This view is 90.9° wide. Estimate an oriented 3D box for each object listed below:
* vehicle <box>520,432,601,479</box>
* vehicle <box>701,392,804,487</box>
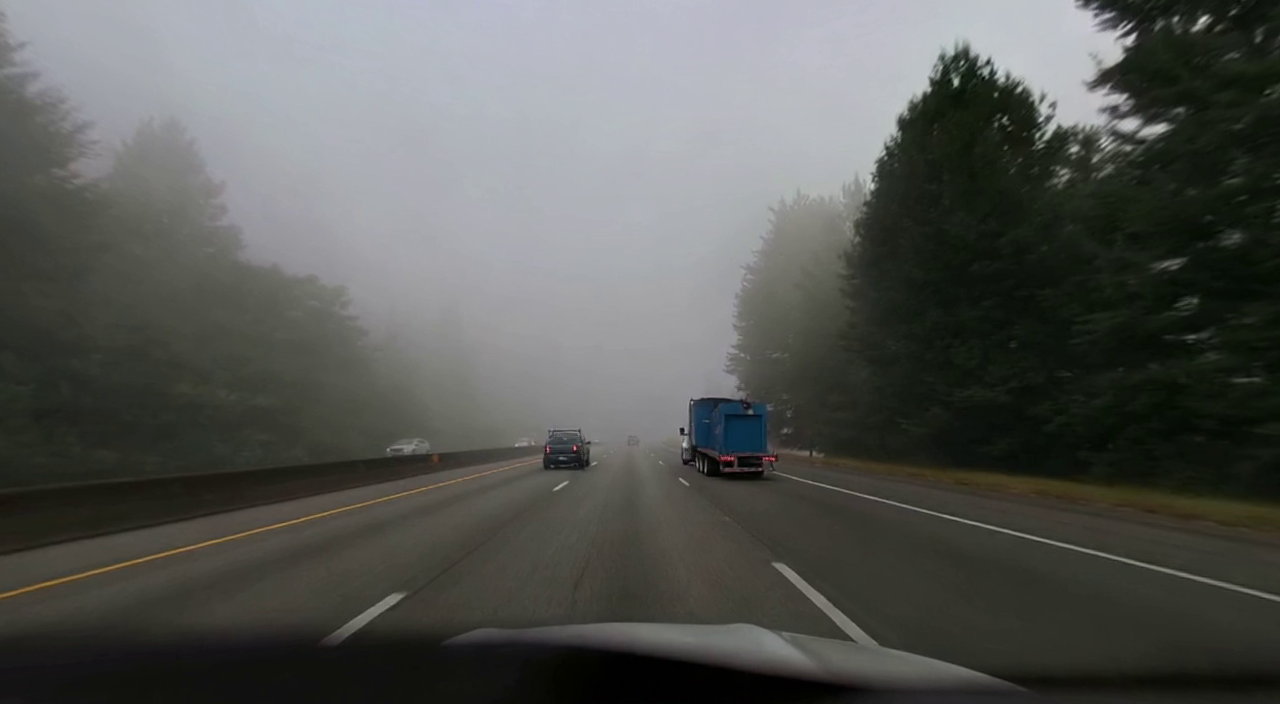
[{"bbox_3d":[-2.788,3.725,23.161,2.195,1.529,4.572,0,-8,2],"label":"vehicle"},{"bbox_3d":[3.264,2.664,19.218,2.256,2.568,4.049,0,-8,-1],"label":"vehicle"}]
